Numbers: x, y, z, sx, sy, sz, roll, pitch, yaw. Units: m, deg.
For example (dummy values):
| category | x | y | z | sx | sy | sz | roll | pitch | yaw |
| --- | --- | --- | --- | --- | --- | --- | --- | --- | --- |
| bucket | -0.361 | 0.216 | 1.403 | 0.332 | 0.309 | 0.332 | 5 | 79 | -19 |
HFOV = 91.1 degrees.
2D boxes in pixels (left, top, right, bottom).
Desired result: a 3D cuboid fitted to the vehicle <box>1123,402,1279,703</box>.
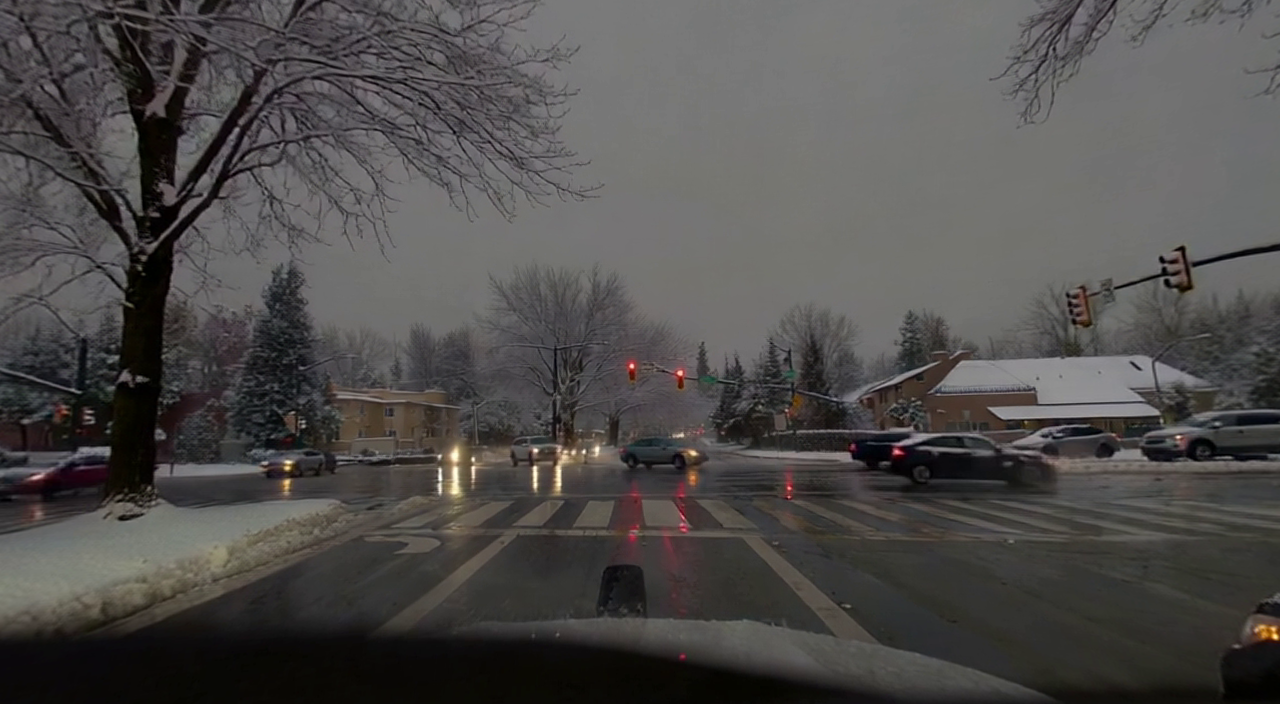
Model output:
| category | x | y | z | sx | sy | sz | roll | pitch | yaw |
| --- | --- | --- | --- | --- | --- | --- | --- | --- | --- |
| vehicle | 3.092 | 0.658 | 0.419 | 1.990 | 1.454 | 4.490 | 0 | -8 | 1 |

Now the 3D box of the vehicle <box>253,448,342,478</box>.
| category | x | y | z | sx | sy | sz | roll | pitch | yaw |
| --- | --- | --- | --- | --- | --- | --- | --- | --- | --- |
| vehicle | -18.292 | 5.910 | 33.843 | 2.203 | 1.471 | 4.723 | 0 | -8 | -1 |

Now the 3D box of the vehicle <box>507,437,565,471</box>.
| category | x | y | z | sx | sy | sz | roll | pitch | yaw |
| --- | --- | --- | --- | --- | --- | --- | --- | --- | --- |
| vehicle | -6.272 | 6.016 | 37.378 | 2.276 | 1.842 | 4.958 | 4 | -9 | -23 |

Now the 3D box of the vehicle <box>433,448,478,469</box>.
| category | x | y | z | sx | sy | sz | roll | pitch | yaw |
| --- | --- | --- | --- | --- | --- | --- | --- | --- | --- |
| vehicle | -12.228 | 7.037 | 41.769 | 1.921 | 1.304 | 4.050 | 0 | -8 | -3 |

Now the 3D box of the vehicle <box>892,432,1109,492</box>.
| category | x | y | z | sx | sy | sz | roll | pitch | yaw |
| --- | --- | --- | --- | --- | --- | --- | --- | --- | --- |
| vehicle | 9.589 | 2.964 | 17.196 | 4.719 | 1.449 | 2.026 | -2 | -9 | 16 |

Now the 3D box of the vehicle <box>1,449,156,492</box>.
| category | x | y | z | sx | sy | sz | roll | pitch | yaw |
| --- | --- | --- | --- | --- | --- | --- | --- | --- | --- |
| vehicle | -21.668 | 4.562 | 24.544 | 1.853 | 1.456 | 4.531 | 0 | -8 | 0 |

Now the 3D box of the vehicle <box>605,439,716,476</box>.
| category | x | y | z | sx | sy | sz | roll | pitch | yaw |
| --- | --- | --- | --- | --- | --- | --- | --- | --- | --- |
| vehicle | 0.850 | 4.771 | 28.749 | 5.017 | 1.515 | 2.006 | -8 | -12 | 44 |
